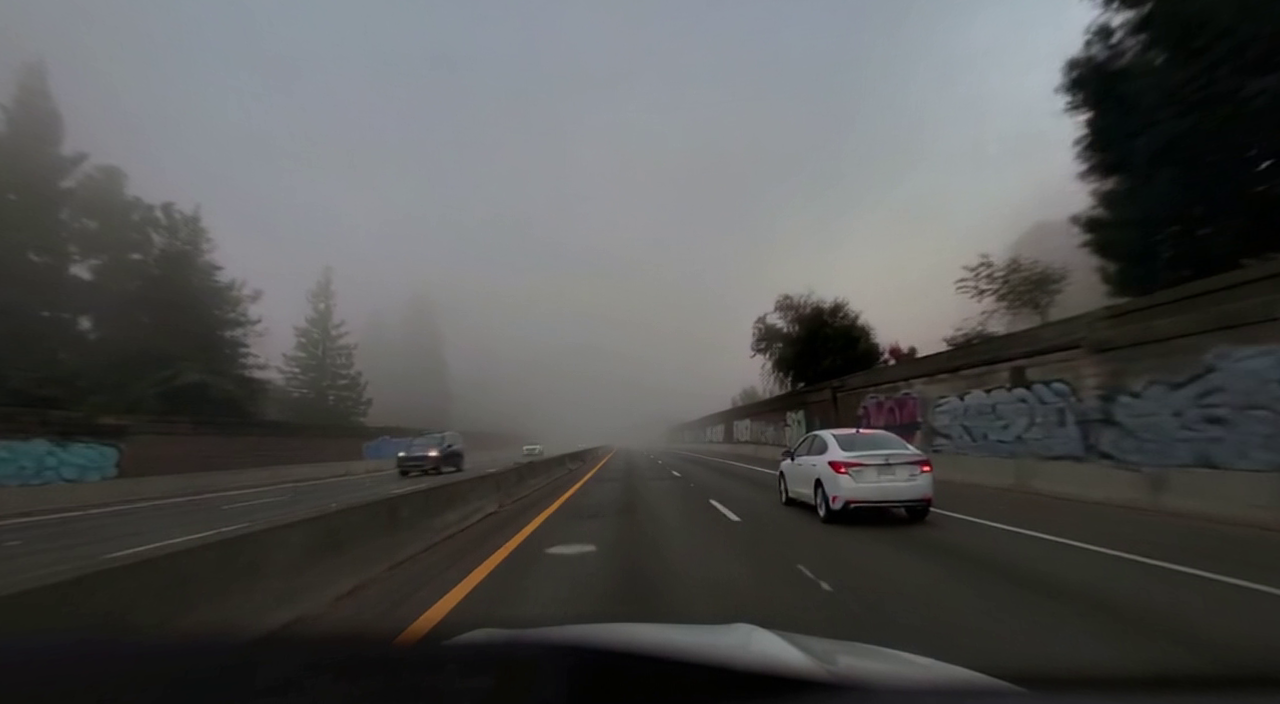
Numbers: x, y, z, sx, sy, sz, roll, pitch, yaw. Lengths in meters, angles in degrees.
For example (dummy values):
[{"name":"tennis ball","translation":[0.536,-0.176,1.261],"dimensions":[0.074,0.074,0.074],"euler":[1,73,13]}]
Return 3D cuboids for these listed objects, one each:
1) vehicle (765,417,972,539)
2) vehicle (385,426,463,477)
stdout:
[{"name":"vehicle","translation":[3.327,1.881,10.029],"dimensions":[1.841,1.556,3.618],"euler":[0,-8,-1]},{"name":"vehicle","translation":[-11.791,5.444,34.960],"dimensions":[2.406,2.526,5.787],"euler":[0,-8,-2]}]
